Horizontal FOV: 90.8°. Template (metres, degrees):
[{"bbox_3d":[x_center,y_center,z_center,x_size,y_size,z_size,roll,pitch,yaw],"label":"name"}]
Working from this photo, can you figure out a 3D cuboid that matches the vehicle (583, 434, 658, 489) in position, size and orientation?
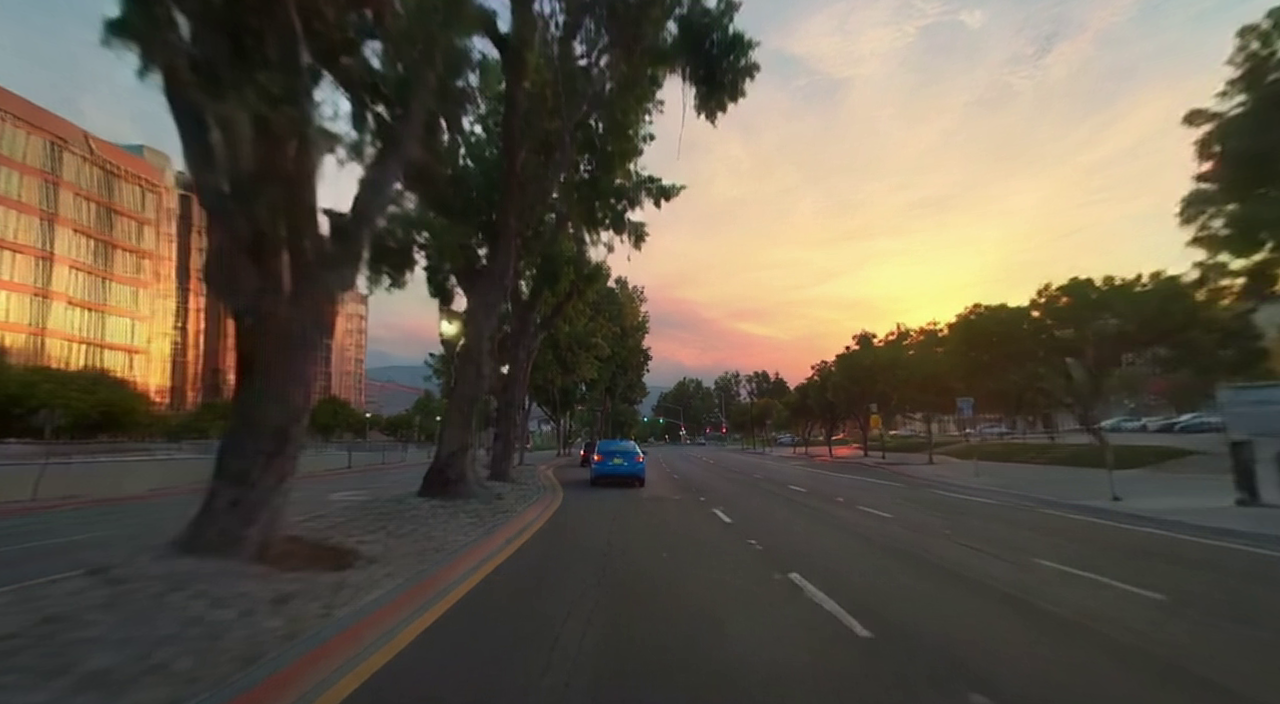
[{"bbox_3d":[-0.677,3.347,19.718,2.042,1.479,4.601,0,-8,-4],"label":"vehicle"}]
